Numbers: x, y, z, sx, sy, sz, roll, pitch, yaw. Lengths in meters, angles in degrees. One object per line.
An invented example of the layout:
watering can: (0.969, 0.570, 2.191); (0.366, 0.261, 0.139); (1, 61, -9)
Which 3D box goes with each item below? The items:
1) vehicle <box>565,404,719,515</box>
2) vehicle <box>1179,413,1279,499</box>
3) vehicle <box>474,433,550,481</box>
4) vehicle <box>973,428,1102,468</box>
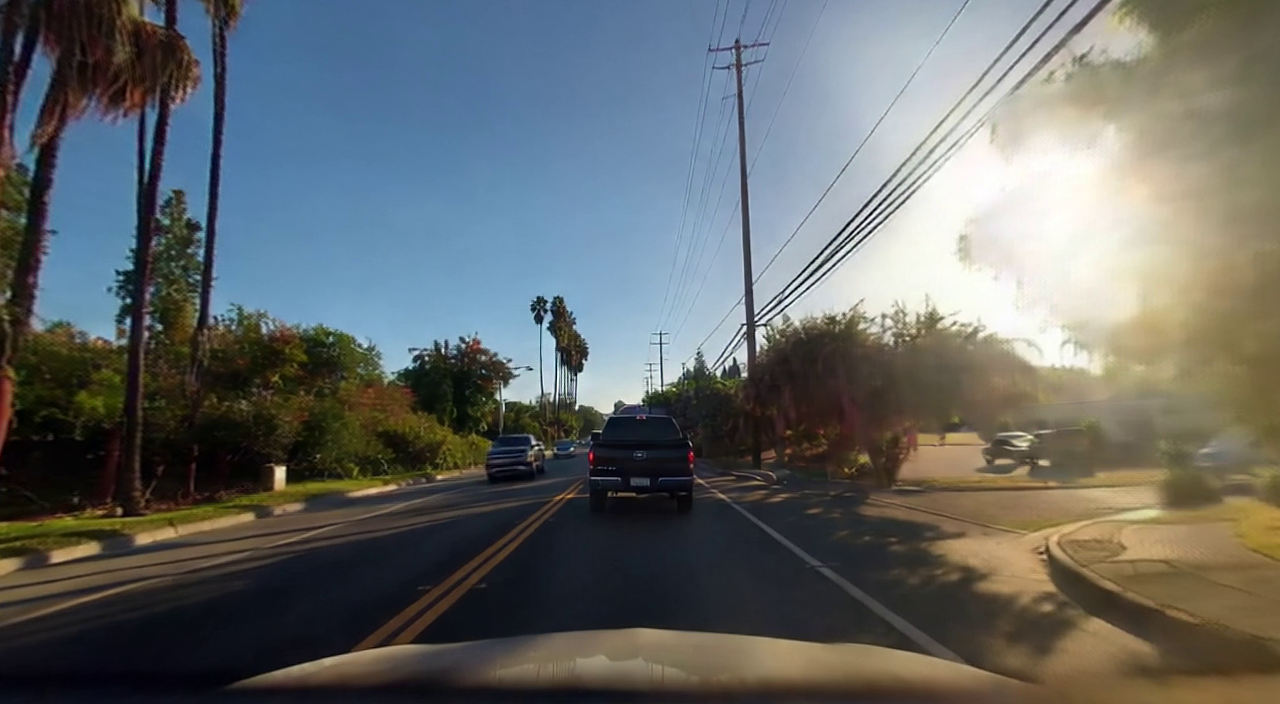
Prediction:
vehicle: (0.023, 2.442, 14.761); (2.848, 2.047, 5.885); (0, -8, 0)
vehicle: (16.060, 2.520, 15.407); (2.338, 1.917, 6.076); (-3, -9, 20)
vehicle: (-5.109, 4.263, 25.928); (2.223, 1.776, 4.614); (0, -8, -1)
vehicle: (20.339, 4.988, 32.823); (2.277, 1.836, 6.267); (0, -9, -4)
